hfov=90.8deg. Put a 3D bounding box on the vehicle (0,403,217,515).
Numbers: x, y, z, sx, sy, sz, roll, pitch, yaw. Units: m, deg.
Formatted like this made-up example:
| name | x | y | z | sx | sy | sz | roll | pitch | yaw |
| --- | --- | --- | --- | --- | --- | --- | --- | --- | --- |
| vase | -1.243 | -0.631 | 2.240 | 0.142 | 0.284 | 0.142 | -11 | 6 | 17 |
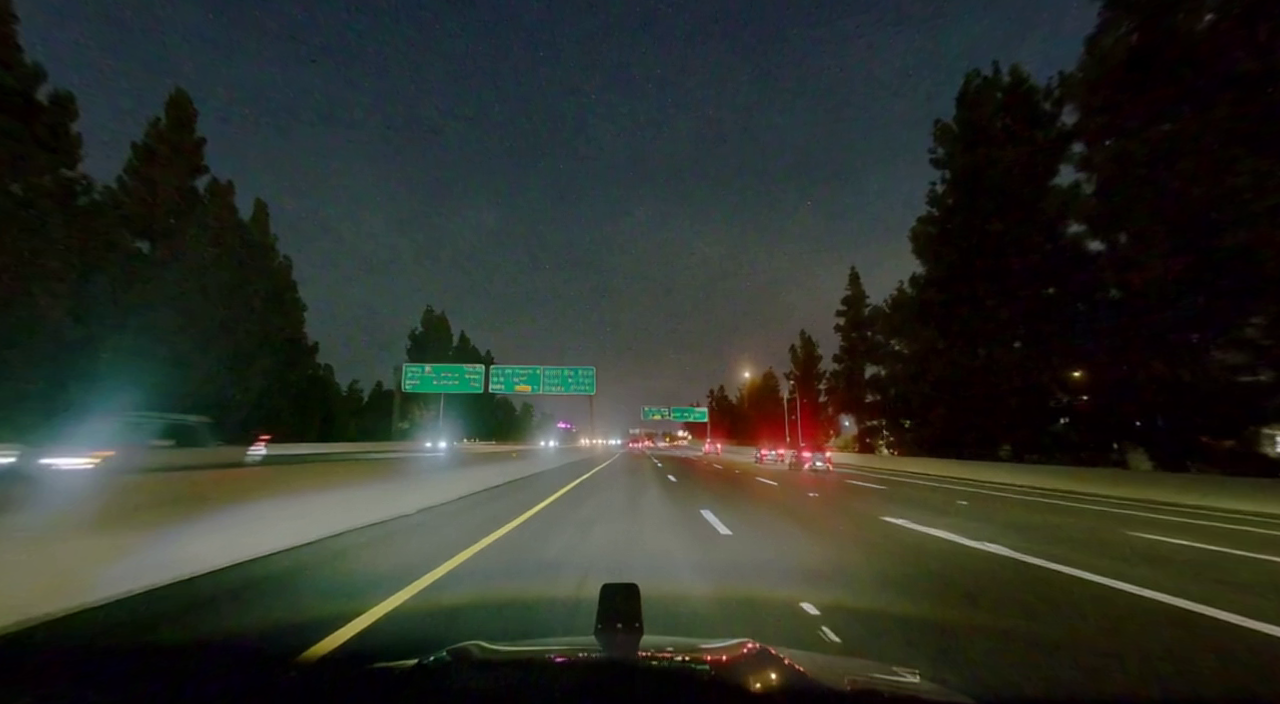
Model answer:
| name | x | y | z | sx | sy | sz | roll | pitch | yaw |
| --- | --- | --- | --- | --- | --- | --- | --- | --- | --- |
| vehicle | -9.407 | 1.703 | 10.279 | 1.947 | 1.466 | 4.461 | 0 | -9 | 0 |
